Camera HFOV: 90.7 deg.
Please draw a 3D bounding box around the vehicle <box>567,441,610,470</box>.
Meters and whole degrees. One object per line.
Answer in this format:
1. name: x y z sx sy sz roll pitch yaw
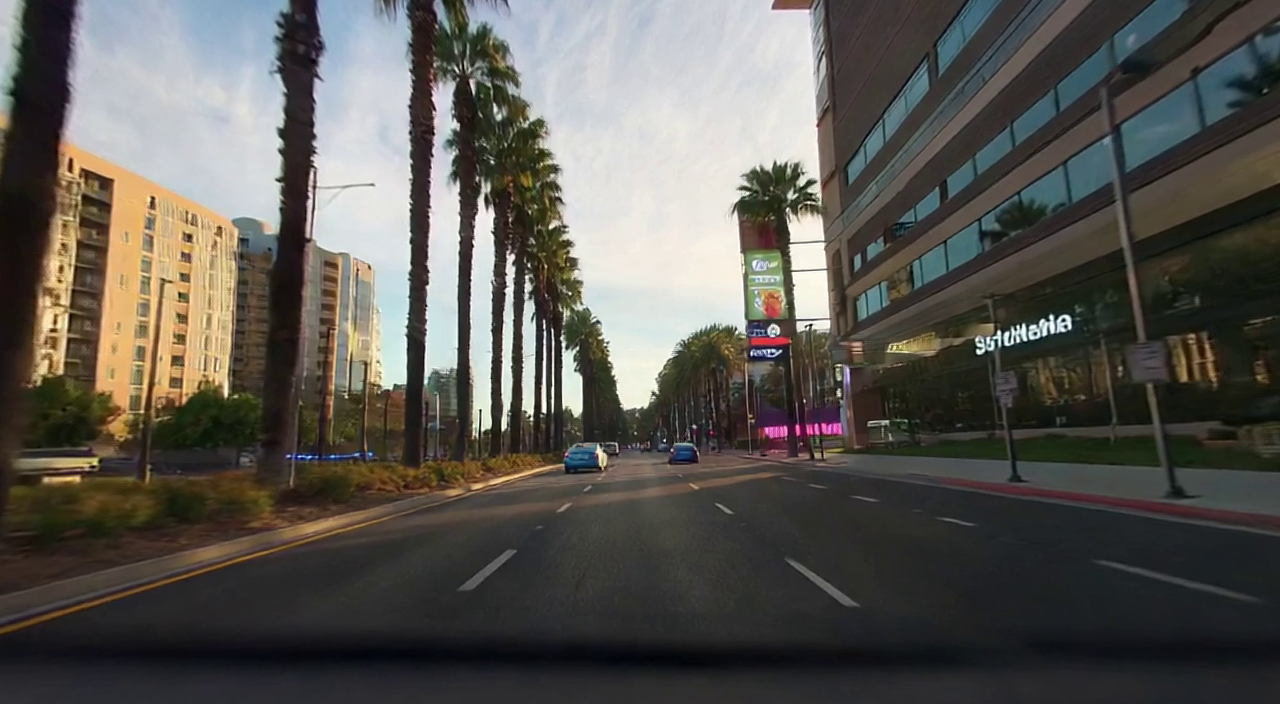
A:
1. vehicle: -3.059 6.275 38.492 2.160 1.615 4.117 -1 -9 2
